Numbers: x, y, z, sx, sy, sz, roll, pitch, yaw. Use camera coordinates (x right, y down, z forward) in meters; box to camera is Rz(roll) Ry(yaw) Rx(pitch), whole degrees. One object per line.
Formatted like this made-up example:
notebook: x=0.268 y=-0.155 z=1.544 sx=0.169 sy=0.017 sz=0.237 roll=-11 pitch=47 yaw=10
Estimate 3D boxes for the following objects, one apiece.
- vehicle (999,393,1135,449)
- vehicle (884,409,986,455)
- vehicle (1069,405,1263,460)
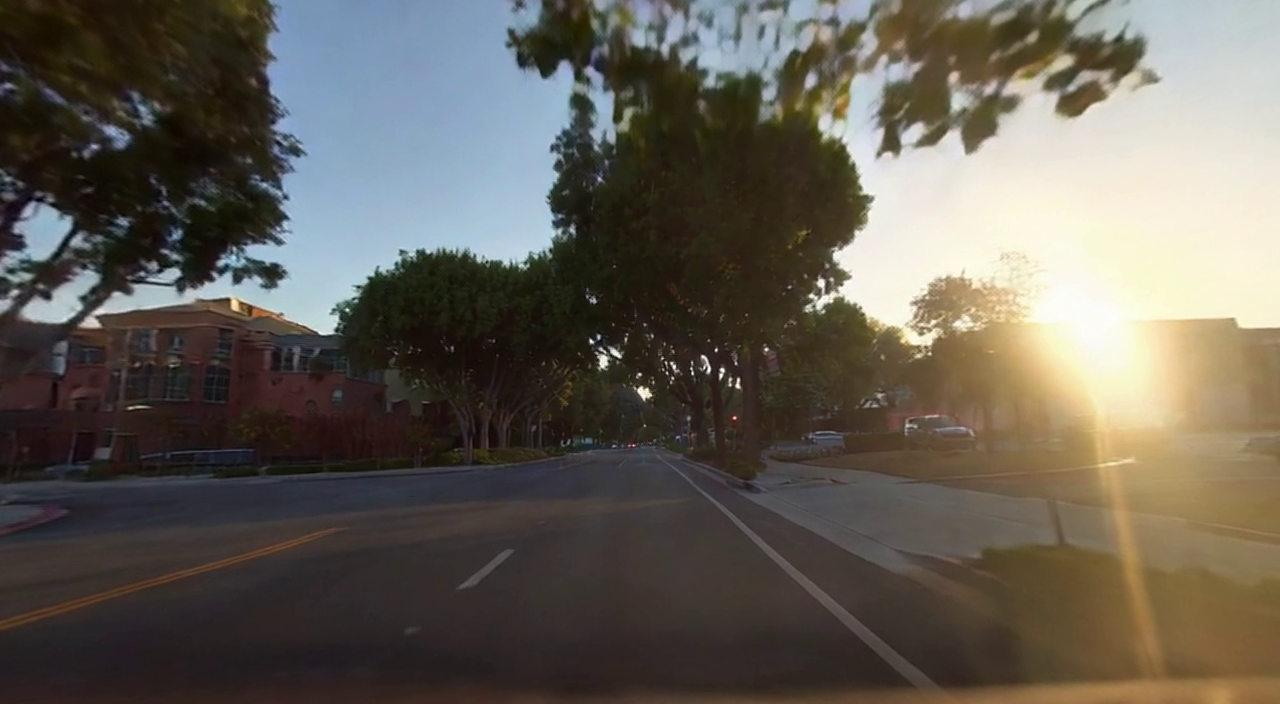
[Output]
vehicle: x=16.879 y=2.844 z=25.313 sx=2.027 sy=1.910 sz=4.824 roll=-3 pitch=-8 yaw=1
vehicle: x=11.741 y=3.281 z=25.529 sx=2.036 sy=1.636 sz=4.995 roll=0 pitch=-8 yaw=5
vehicle: x=15.177 y=2.412 z=18.593 sx=1.866 sy=1.420 sz=4.447 roll=0 pitch=-9 yaw=0
